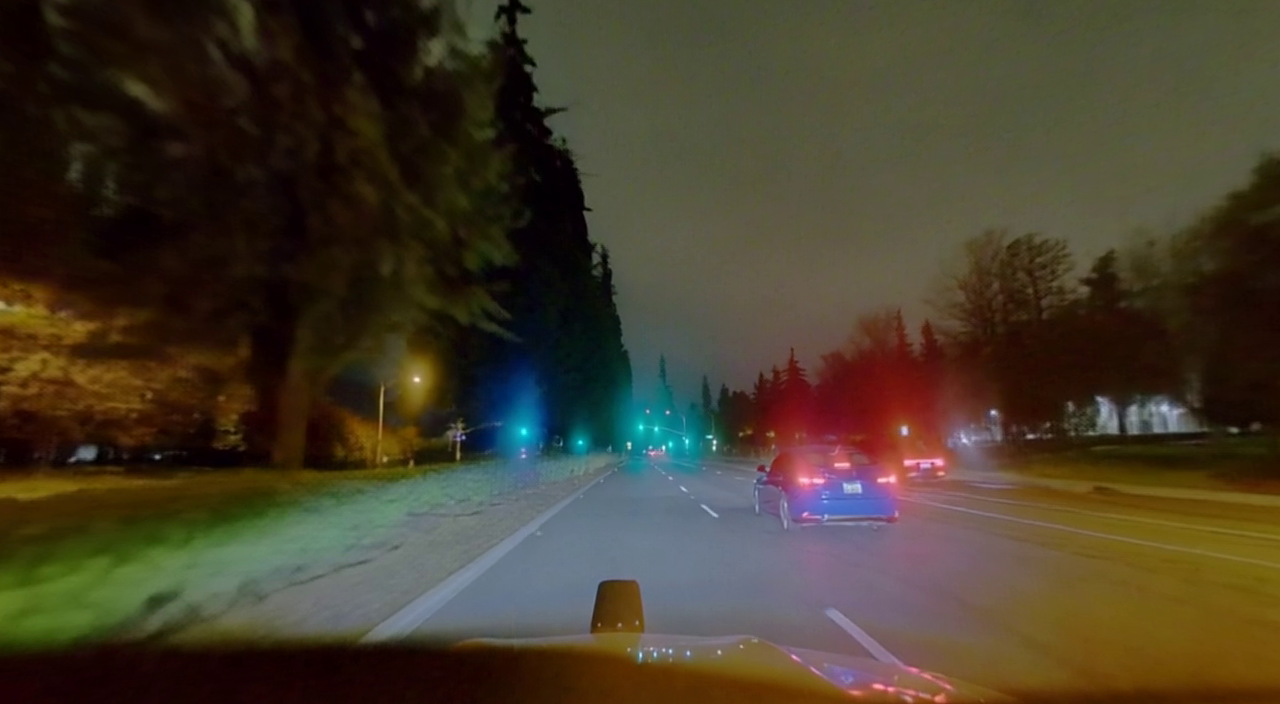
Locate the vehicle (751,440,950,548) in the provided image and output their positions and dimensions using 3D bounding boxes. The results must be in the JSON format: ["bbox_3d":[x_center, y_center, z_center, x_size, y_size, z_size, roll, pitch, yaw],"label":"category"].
[{"bbox_3d":[3.299,2.314,10.956,1.950,1.473,4.259,0,-9,-1],"label":"vehicle"}]
